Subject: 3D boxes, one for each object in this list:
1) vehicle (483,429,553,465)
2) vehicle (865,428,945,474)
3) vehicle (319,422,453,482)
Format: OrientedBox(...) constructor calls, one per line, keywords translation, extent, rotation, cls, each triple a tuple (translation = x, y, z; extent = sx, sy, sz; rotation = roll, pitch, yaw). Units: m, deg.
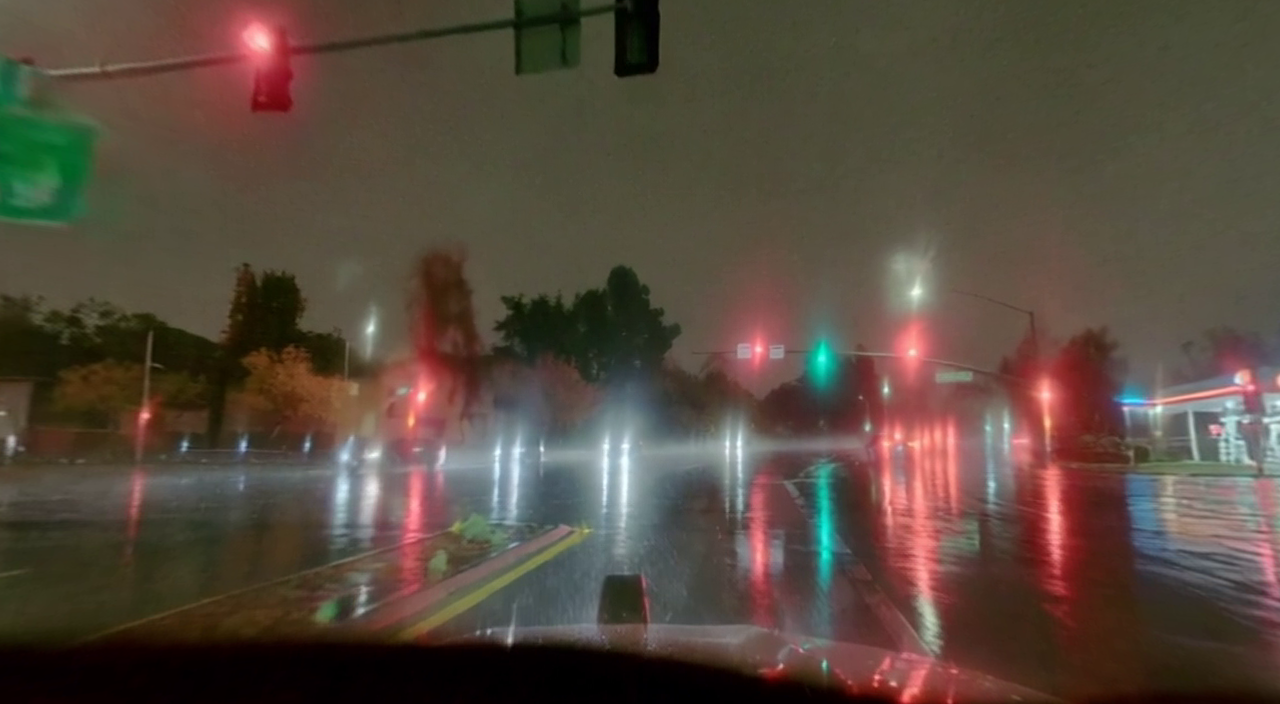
OrientedBox(translation=(-6.522, 5.155, 34.160), extent=(2.090, 1.779, 4.697), rotation=(-1, -9, 11), cls="vehicle")
OrientedBox(translation=(10.808, 4.053, 25.929), extent=(2.090, 1.717, 4.063), rotation=(-1, -8, 9), cls="vehicle")
OrientedBox(translation=(-8.612, 3.436, 21.829), extent=(2.112, 1.853, 4.516), rotation=(-1, -9, 10), cls="vehicle")
